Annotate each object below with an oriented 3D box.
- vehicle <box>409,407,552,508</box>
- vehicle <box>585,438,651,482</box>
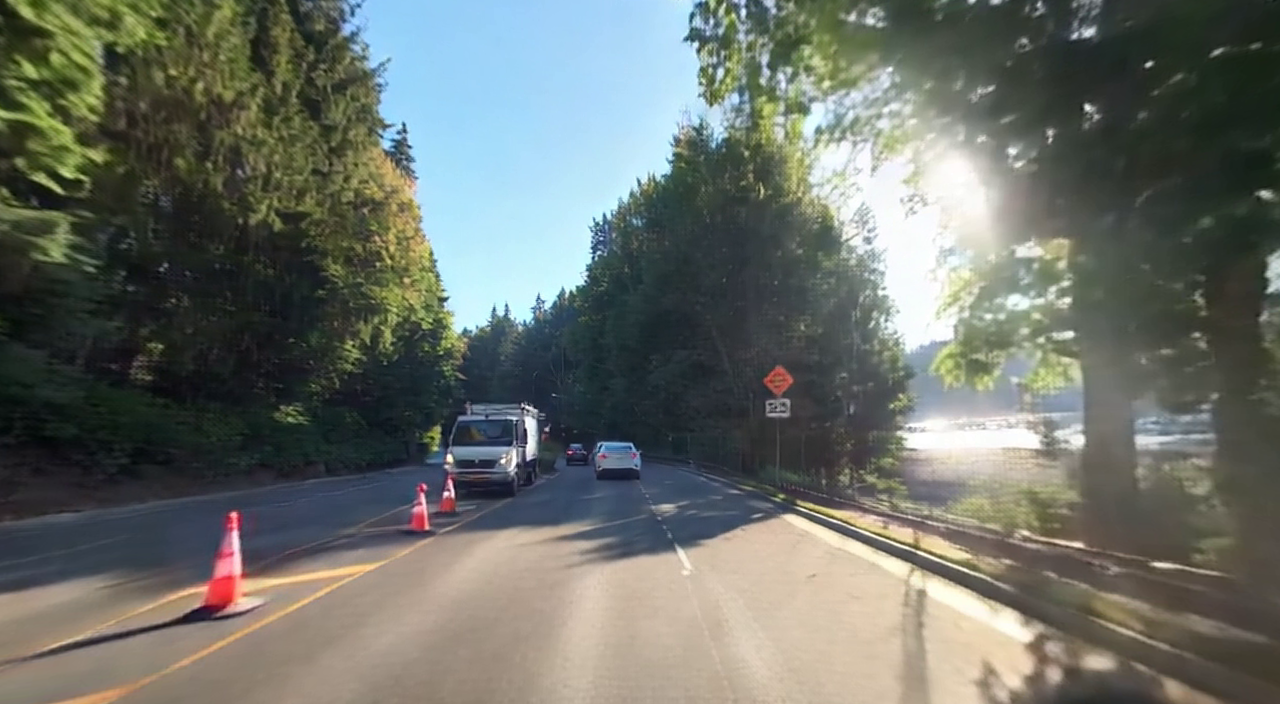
[{"bbox_3d":[-3.700,2.618,16.140,2.671,2.053,6.074,1,-8,-6],"label":"vehicle"},{"bbox_3d":[-0.863,3.931,23.346,2.186,1.463,4.356,0,-8,-4],"label":"vehicle"}]
